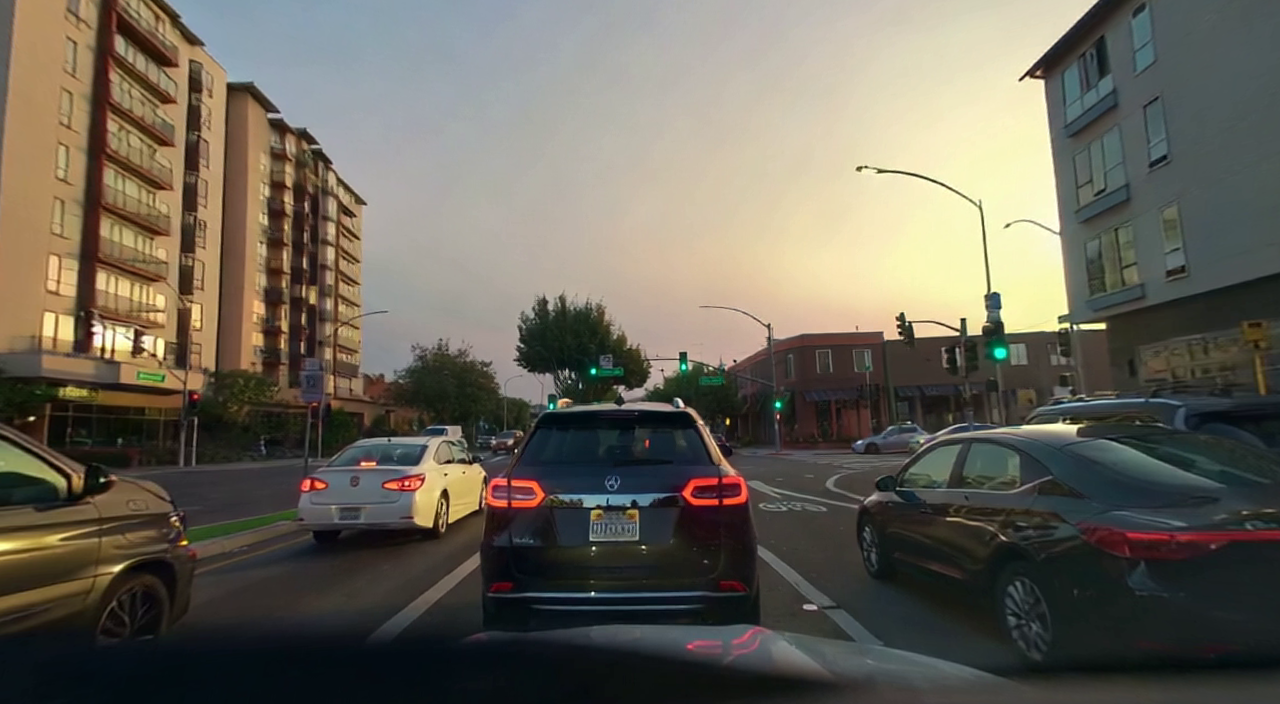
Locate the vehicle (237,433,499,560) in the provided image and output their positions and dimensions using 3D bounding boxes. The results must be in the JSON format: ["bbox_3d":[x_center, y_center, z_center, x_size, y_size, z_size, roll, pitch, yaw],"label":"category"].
[{"bbox_3d":[-3.793,2.080,9.992,2.055,1.488,4.733,0,-8,0],"label":"vehicle"}]

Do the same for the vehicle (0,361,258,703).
[{"bbox_3d":[-3.825,0.782,1.953,2.126,1.693,5.289,0,-8,-2],"label":"vehicle"}]

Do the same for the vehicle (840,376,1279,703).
[{"bbox_3d":[3.190,1.202,4.758,1.906,1.608,4.137,0,-8,-1],"label":"vehicle"}]

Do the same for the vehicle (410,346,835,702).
[{"bbox_3d":[-0.101,1.273,6.049,2.206,1.858,5.332,0,-8,0],"label":"vehicle"}]
